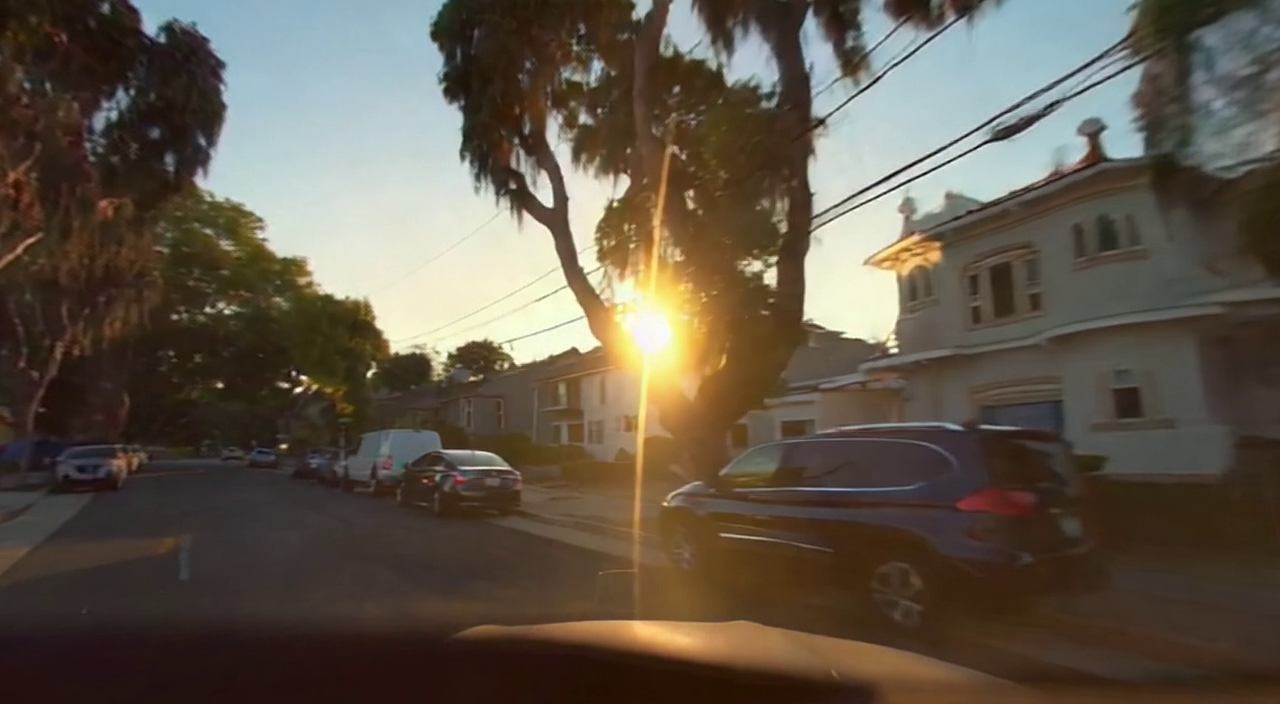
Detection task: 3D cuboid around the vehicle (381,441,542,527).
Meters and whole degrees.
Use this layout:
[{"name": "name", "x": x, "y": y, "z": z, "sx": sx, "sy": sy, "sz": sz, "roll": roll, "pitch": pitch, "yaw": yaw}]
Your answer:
[{"name": "vehicle", "x": -4.159, "y": 2.805, "z": 14.145, "sx": 1.828, "sy": 1.442, "sz": 4.476, "roll": 6, "pitch": -8, "yaw": -38}]

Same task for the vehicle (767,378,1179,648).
[{"name": "vehicle", "x": 3.764, "y": 1.491, "z": 6.869, "sx": 4.585, "sy": 1.969, "sz": 2.046, "roll": 6, "pitch": -11, "yaw": -36}]

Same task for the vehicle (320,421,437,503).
[{"name": "vehicle", "x": -8.168, "y": 3.237, "z": 19.394, "sx": 1.993, "sy": 2.129, "sz": 4.893, "roll": 6, "pitch": -8, "yaw": -37}]

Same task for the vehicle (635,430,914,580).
[{"name": "vehicle", "x": 2.050, "y": 1.992, "z": 9.049, "sx": 4.030, "sy": 1.648, "sz": 1.827, "roll": 7, "pitch": -11, "yaw": -41}]

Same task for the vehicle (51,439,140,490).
[{"name": "vehicle", "x": -18.338, "y": 3.804, "z": 21.388, "sx": 1.908, "sy": 1.493, "sz": 4.806, "roll": 9, "pitch": -13, "yaw": -37}]
